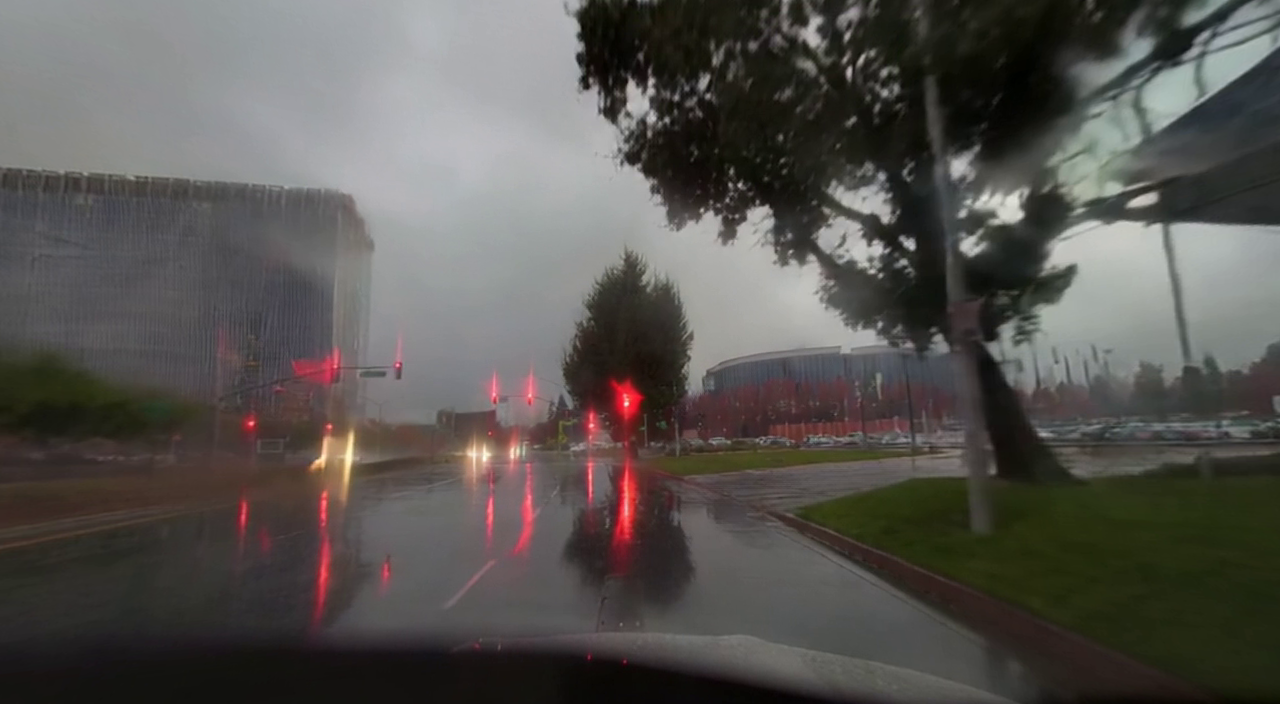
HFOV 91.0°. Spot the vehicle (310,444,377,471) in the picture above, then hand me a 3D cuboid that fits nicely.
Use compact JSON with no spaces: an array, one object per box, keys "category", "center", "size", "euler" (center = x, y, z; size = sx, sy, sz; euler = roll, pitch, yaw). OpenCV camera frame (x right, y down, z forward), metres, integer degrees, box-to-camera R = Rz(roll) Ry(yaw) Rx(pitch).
[{"category":"vehicle","center":[-19.312,6.885,41.297],"size":[1.870,1.594,4.447],"euler":[-1,-9,6]}]
